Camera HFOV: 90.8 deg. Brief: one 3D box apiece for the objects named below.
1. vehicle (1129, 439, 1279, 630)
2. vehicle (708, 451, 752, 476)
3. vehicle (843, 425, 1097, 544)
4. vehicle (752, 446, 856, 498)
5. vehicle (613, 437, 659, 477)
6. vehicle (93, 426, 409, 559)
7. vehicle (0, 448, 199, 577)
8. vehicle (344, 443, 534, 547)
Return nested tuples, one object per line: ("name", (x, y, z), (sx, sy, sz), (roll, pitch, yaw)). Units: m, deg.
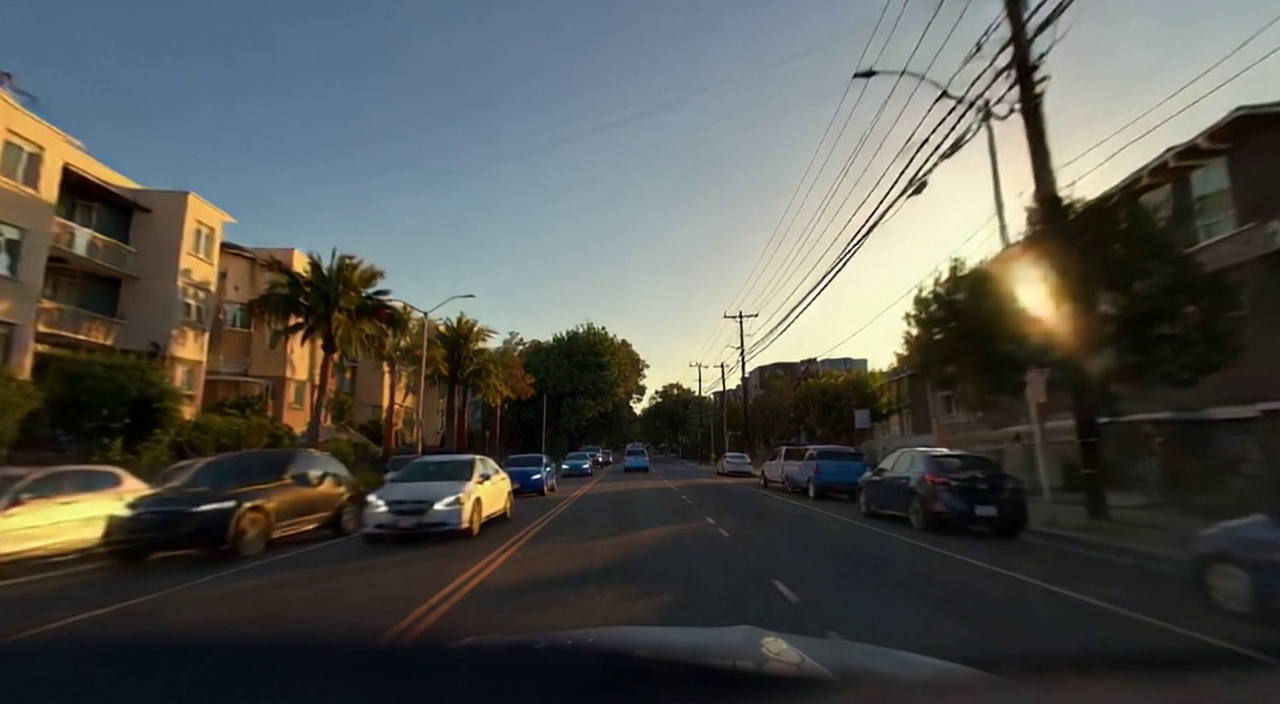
("vehicle", (6.223, 1.389, 4.459), (1.964, 1.550, 4.424), (0, -8, 0))
("vehicle", (5.796, 7.214, 41.126), (1.943, 1.490, 4.783), (0, -8, -3))
("vehicle", (6.163, 2.513, 12.775), (2.211, 1.884, 5.031), (0, -8, -3))
("vehicle", (6.098, 4.529, 24.477), (2.350, 1.706, 5.901), (0, -8, -1))
("vehicle", (-0.158, 5.551, 33.901), (2.308, 1.940, 4.125), (-1, -7, 1))
("vehicle", (-6.348, 2.325, 11.333), (2.451, 1.823, 4.900), (0, -8, 1))
("vehicle", (-9.453, 2.342, 9.812), (1.950, 1.668, 4.552), (0, -8, -1))
("vehicle", (-3.310, 2.415, 11.457), (1.972, 1.498, 4.304), (0, -8, 1))
